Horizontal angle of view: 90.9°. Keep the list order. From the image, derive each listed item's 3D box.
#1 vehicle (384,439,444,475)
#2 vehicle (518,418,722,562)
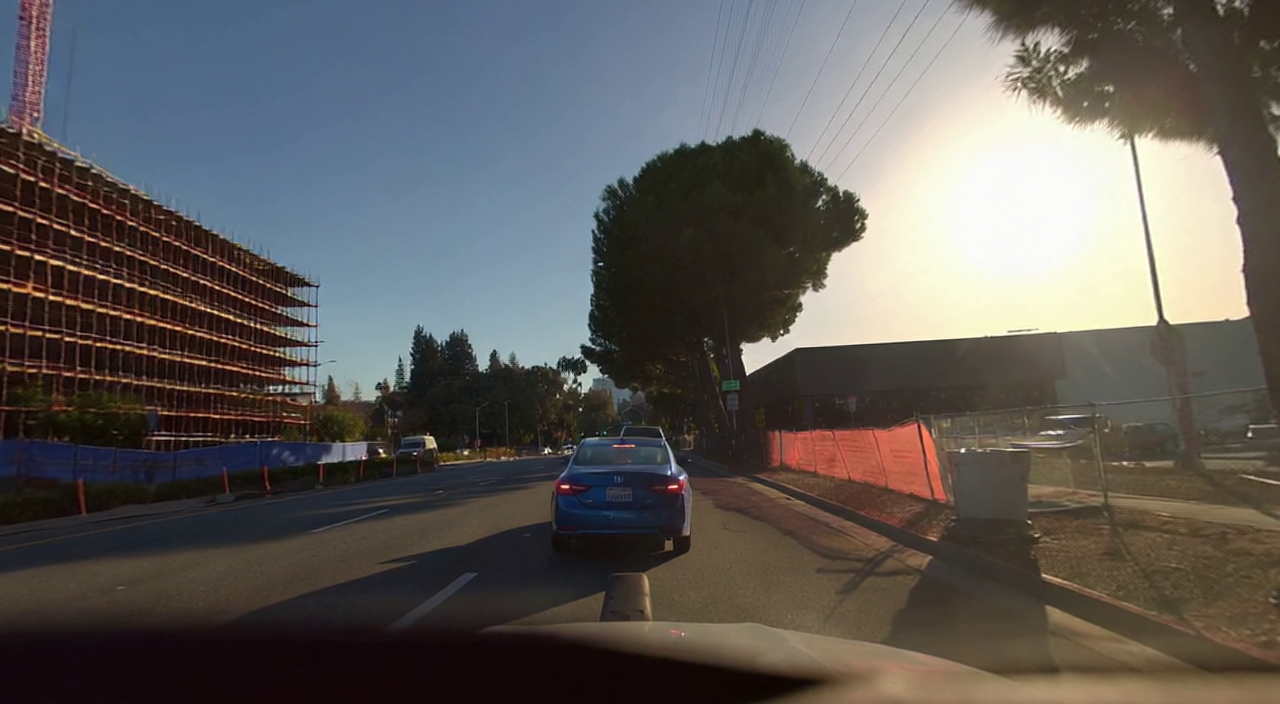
[{"bbox_3d":[-10.262,4.670,28.380,2.072,1.465,4.394,4,-9,-25],"label":"vehicle"},{"bbox_3d":[-0.208,1.741,8.650,2.112,1.482,4.076,0,-8,0],"label":"vehicle"}]
